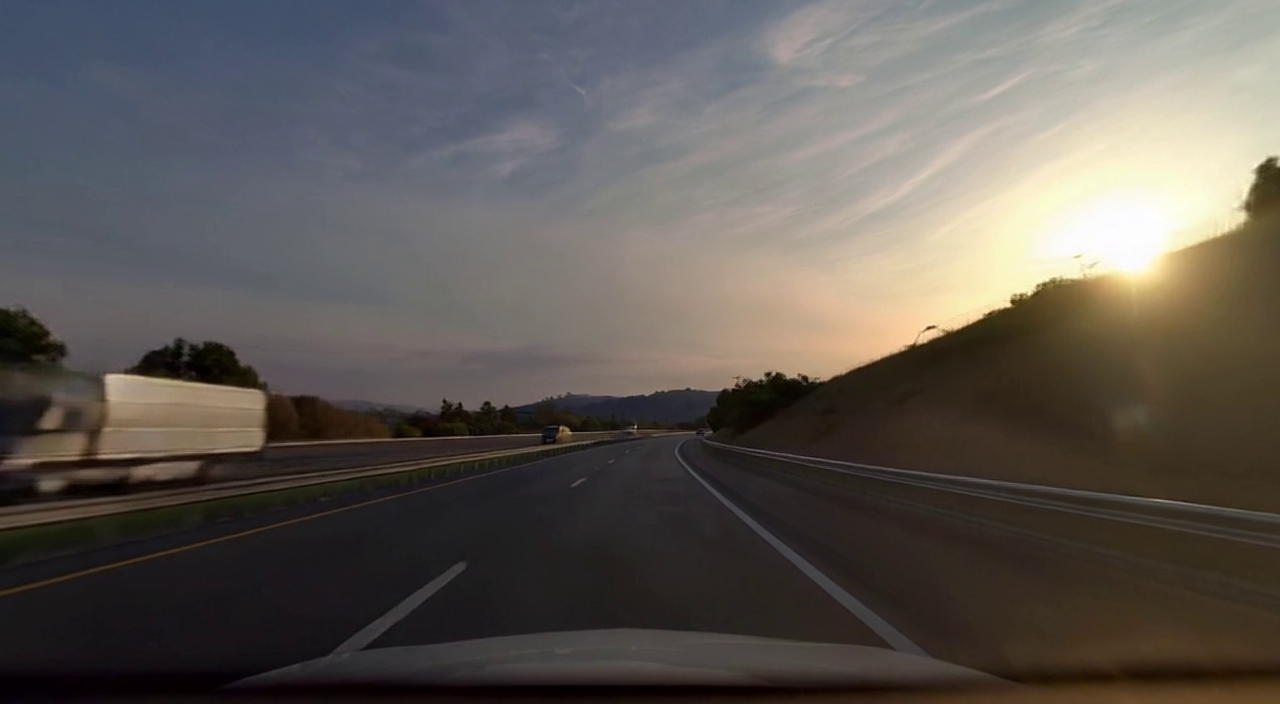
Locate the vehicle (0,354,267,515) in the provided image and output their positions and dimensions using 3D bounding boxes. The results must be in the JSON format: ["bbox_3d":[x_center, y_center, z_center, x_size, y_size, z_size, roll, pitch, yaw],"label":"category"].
[{"bbox_3d":[-15.377,2.483,18.724,2.791,3.613,8.984,0,-8,1],"label":"vehicle"}]
